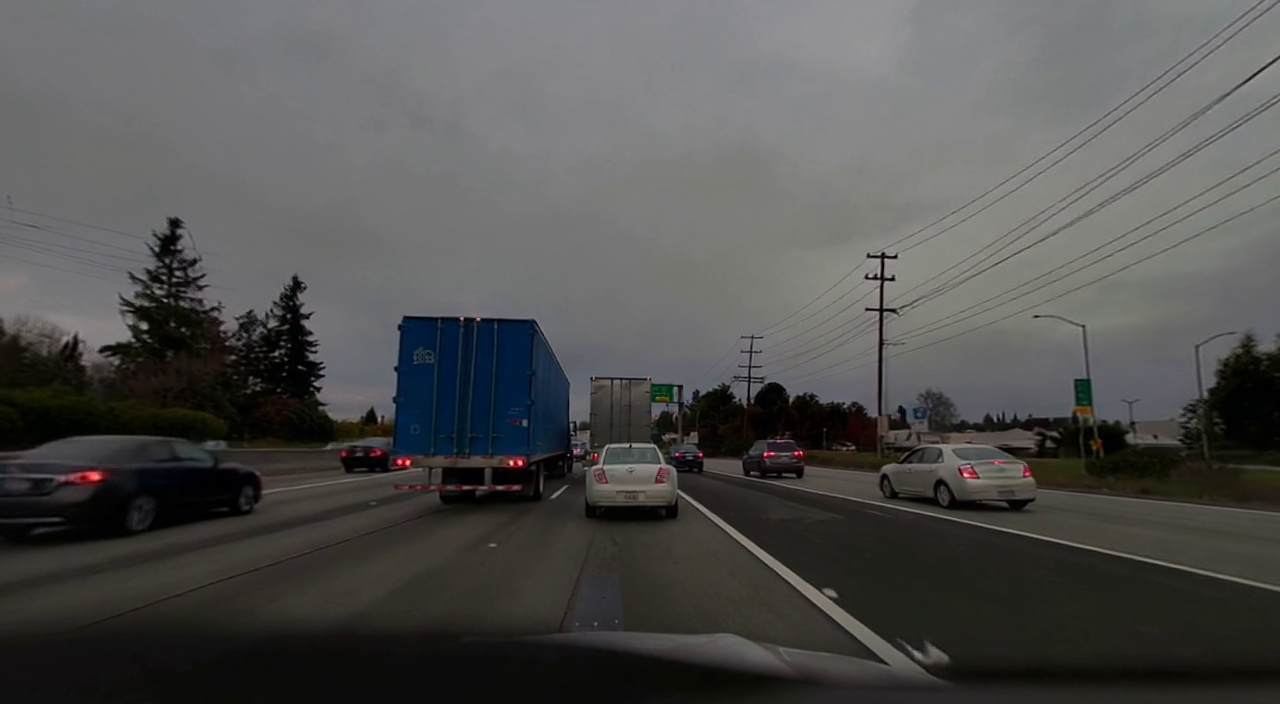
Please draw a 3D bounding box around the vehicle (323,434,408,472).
[{"bbox_3d":[-12.981,4.815,30.262,2.148,1.678,4.851,0,-9,-3],"label":"vehicle"}]

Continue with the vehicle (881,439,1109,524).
[{"bbox_3d":[6.842,2.502,12.817,1.878,1.406,4.164,1,-9,-6],"label":"vehicle"}]

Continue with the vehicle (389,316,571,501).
[{"bbox_3d":[-4.660,2.655,23.663,3.150,4.298,17.928,1,-9,-3],"label":"vehicle"}]

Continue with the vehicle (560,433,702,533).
[{"bbox_3d":[-0.228,2.269,11.512,2.112,1.463,4.012,0,-9,-3],"label":"vehicle"}]

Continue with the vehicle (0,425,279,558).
[{"bbox_3d":[-7.887,1.955,9.633,2.016,1.503,4.785,0,-9,-1],"label":"vehicle"}]

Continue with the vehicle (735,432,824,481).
[{"bbox_3d":[5.181,3.953,24.016,2.023,1.676,4.002,1,-9,-7],"label":"vehicle"}]
